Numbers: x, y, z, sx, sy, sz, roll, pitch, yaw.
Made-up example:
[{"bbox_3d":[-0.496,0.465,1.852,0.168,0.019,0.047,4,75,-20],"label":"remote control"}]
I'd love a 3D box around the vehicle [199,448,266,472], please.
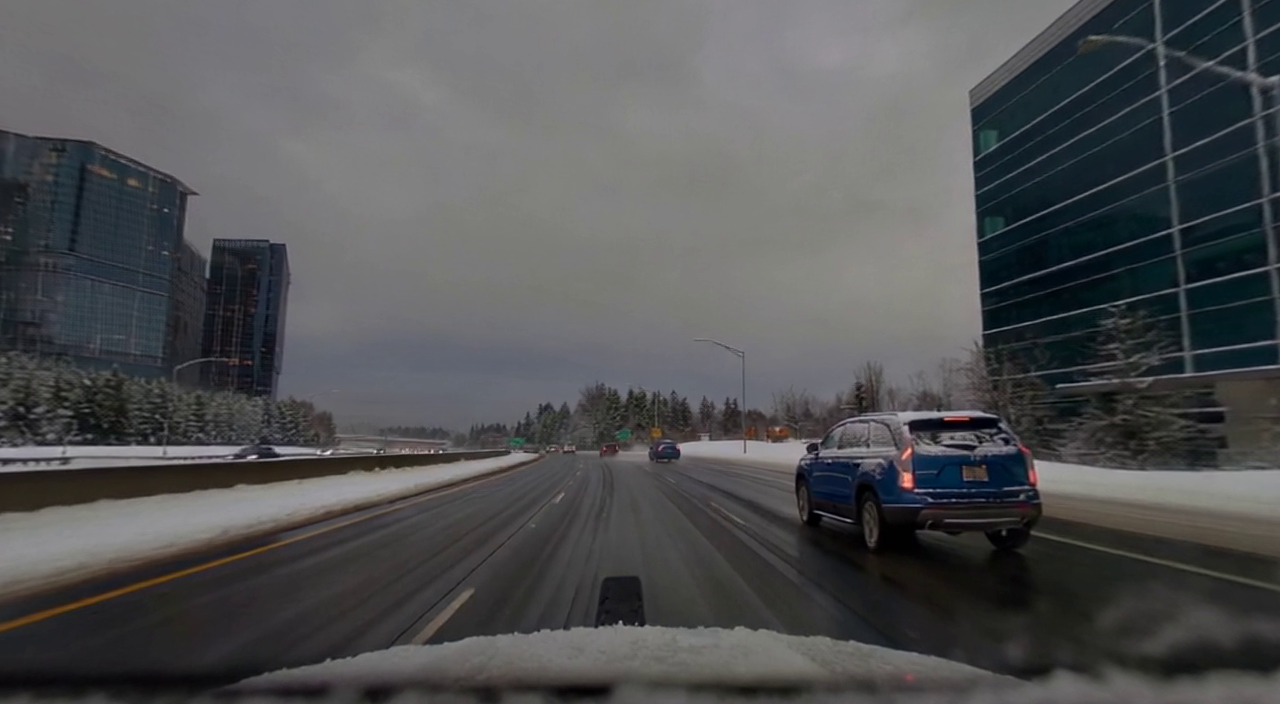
[{"bbox_3d":[-27.130,7.178,42.232,1.829,1.471,4.476,0,-8,-5],"label":"vehicle"}]

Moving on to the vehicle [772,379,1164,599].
[{"bbox_3d":[3.231,1.457,7.577,2.182,1.826,4.392,0,-8,-2],"label":"vehicle"}]

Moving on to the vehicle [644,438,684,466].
[{"bbox_3d":[1.608,6.861,43.586,2.110,1.780,4.682,0,-8,-6],"label":"vehicle"}]
